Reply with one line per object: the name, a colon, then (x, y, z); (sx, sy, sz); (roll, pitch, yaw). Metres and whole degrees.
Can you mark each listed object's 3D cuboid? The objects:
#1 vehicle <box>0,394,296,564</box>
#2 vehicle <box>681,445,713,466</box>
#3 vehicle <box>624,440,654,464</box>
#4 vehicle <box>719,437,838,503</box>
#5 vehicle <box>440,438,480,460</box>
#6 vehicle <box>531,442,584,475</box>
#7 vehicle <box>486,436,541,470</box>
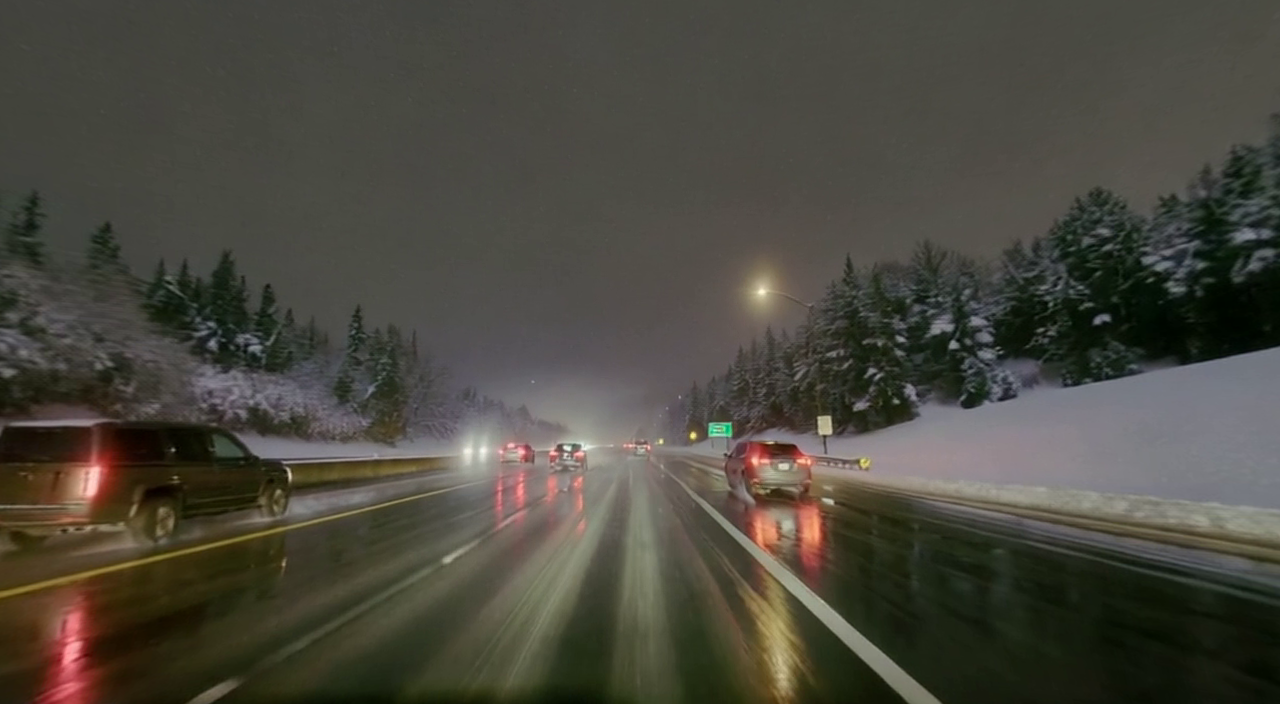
vehicle: (-7.403, 1.733, 9.209); (2.142, 1.849, 4.566); (0, -9, -1)
vehicle: (4.200, 7.665, 46.866); (1.944, 1.465, 4.245); (0, -9, -1)
vehicle: (-0.101, 7.448, 46.824); (2.158, 1.706, 4.219); (0, -9, 0)
vehicle: (3.483, 3.083, 16.841); (2.141, 1.507, 4.510); (0, -9, 0)
vehicle: (-13.597, 7.345, 47.734); (1.763, 1.538, 3.860); (0, -9, 2)
vehicle: (-3.967, 5.219, 30.953); (2.071, 1.478, 4.130); (0, -9, 0)
vehicle: (-7.112, 5.729, 35.889); (2.111, 1.811, 4.391); (0, -9, 1)
